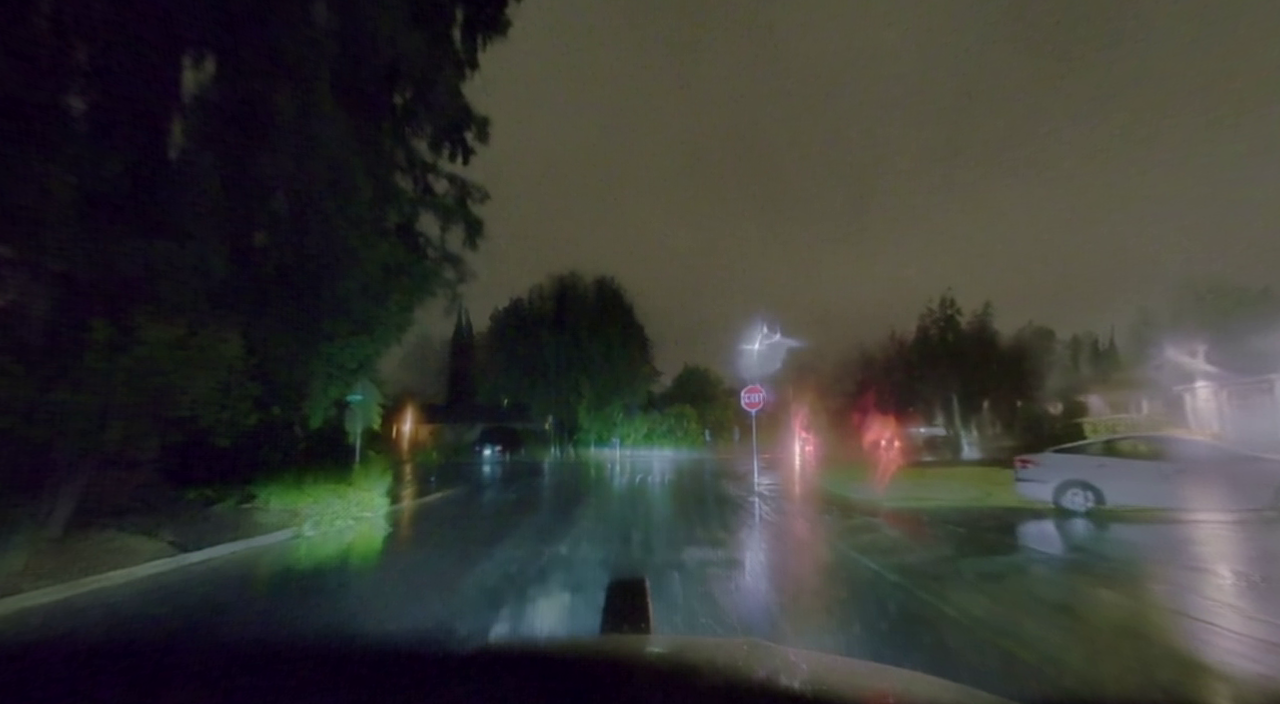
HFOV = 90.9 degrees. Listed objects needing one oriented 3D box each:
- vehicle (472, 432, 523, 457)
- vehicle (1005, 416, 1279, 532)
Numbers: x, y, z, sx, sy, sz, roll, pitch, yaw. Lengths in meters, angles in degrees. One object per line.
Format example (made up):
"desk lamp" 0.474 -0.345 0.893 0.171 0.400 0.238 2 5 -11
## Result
"vehicle" -10.207 6.658 45.544 1.883 1.732 4.038 -2 -8 15
"vehicle" 8.145 1.755 9.424 4.477 1.506 1.834 -4 -9 27
